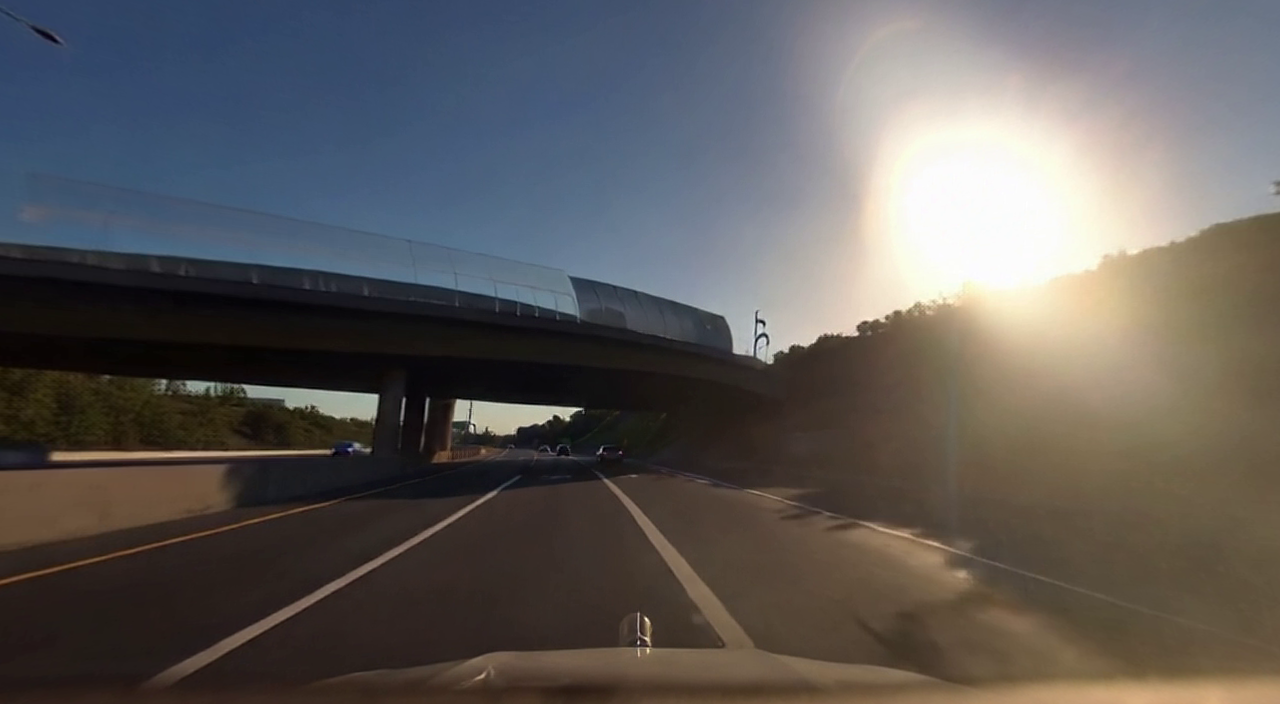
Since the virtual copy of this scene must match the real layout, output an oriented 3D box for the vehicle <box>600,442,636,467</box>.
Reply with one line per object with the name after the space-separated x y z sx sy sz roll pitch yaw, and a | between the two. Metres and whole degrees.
-1.461 6.456 39.834 2.140 1.455 4.135 0 -8 -4 | vehicle
